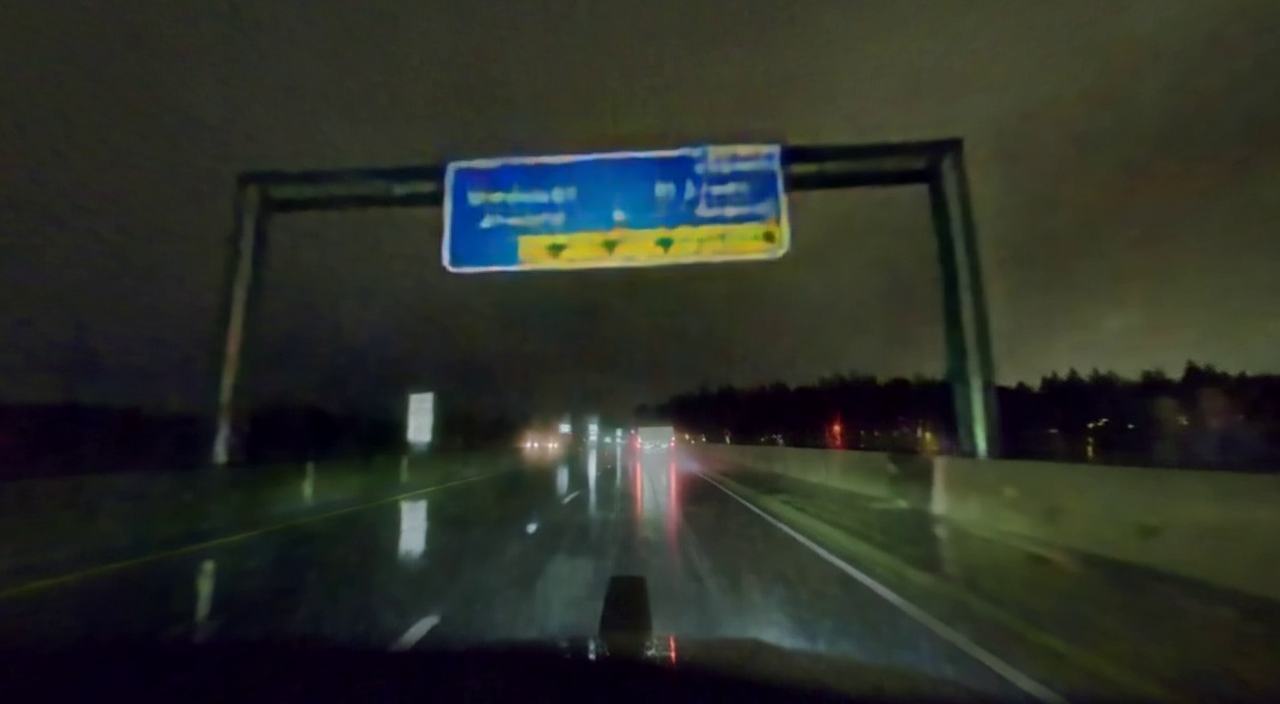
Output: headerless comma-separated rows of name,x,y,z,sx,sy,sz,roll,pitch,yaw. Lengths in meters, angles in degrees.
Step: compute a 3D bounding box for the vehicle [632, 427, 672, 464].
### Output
vehicle,0.713,5.788,38.893,2.277,2.109,4.922,0,-8,1
